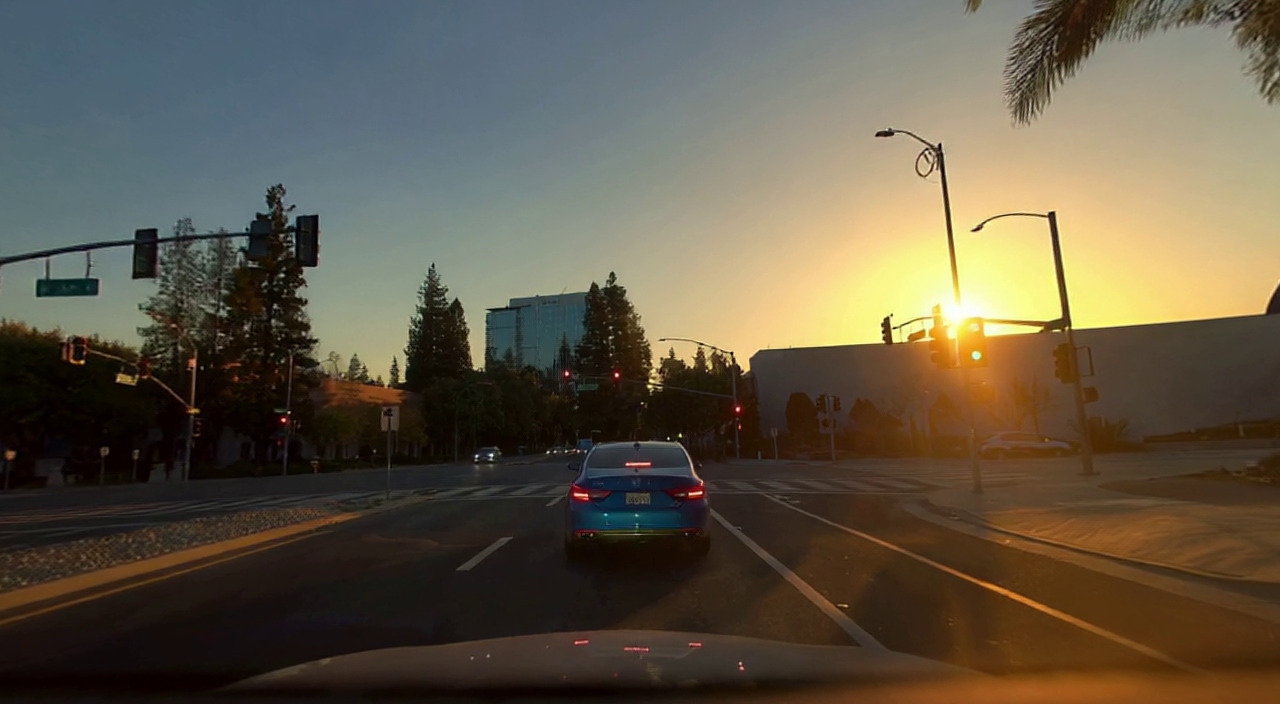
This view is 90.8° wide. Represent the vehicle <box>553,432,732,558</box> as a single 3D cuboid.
[{"bbox_3d":[-0.001,1.992,9.508,2.107,1.470,3.974,0,-9,-1],"label":"vehicle"}]
